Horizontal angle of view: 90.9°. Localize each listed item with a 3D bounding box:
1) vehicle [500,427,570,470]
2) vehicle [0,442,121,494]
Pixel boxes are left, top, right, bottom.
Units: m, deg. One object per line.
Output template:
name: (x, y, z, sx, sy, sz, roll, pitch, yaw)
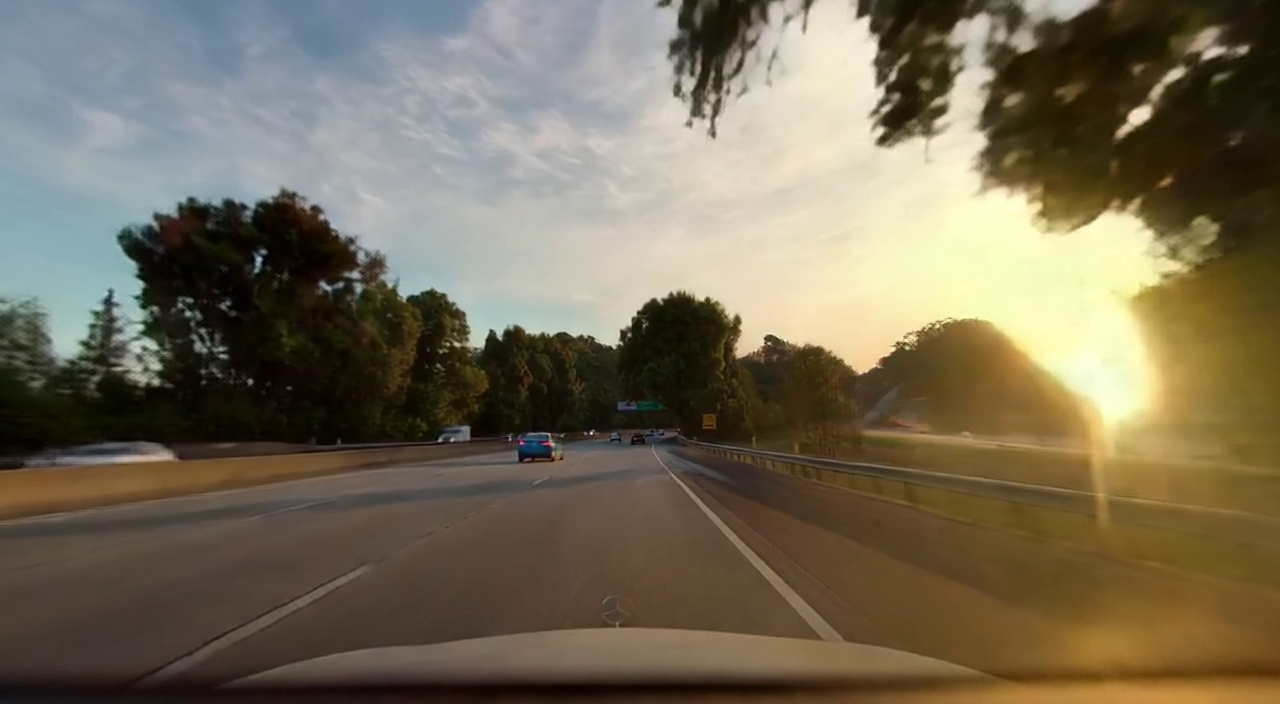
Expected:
vehicle: (-4.216, 3.947, 26.041, 2.052, 1.626, 4.514, 0, -8, 1)
vehicle: (-19.706, 3.695, 20.476, 1.803, 1.464, 4.532, 0, -8, 0)
